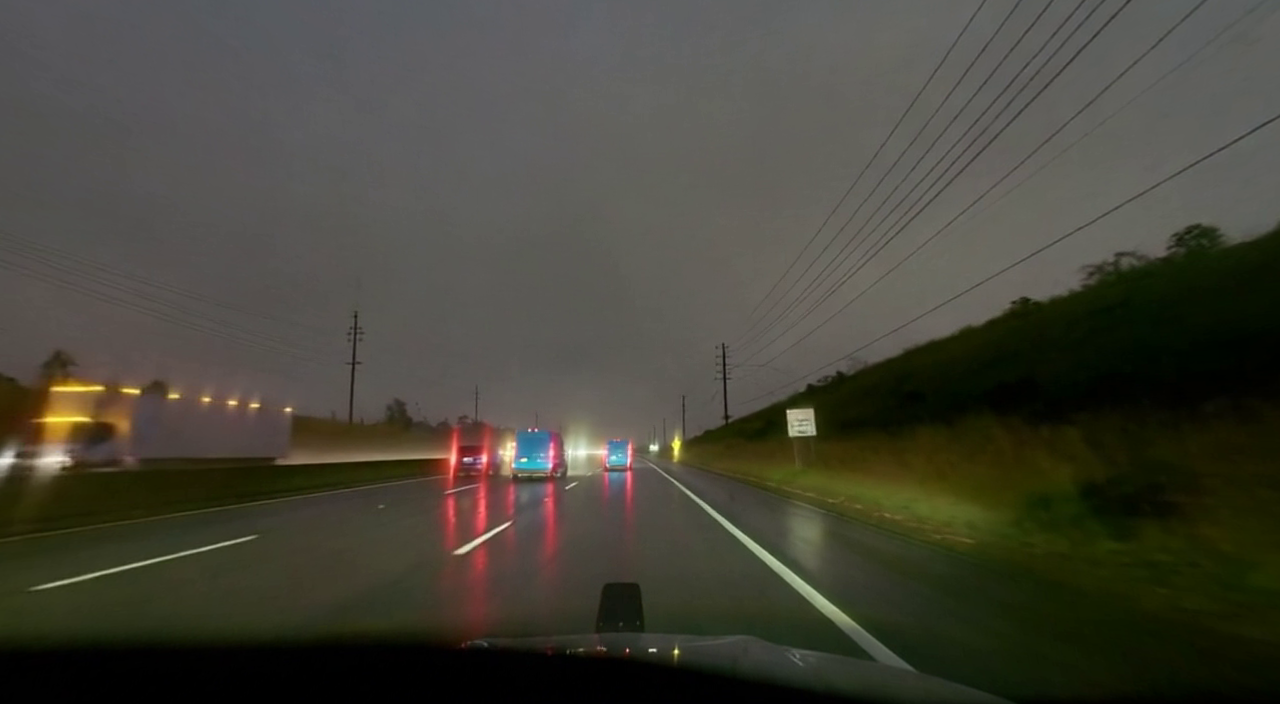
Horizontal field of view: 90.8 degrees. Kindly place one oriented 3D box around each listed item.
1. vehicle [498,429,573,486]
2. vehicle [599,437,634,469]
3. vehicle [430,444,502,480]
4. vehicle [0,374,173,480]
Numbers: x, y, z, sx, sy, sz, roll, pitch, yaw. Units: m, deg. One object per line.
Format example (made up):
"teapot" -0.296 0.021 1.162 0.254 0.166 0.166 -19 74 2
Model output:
"vehicle" -3.995 4.143 25.054 2.145 2.010 4.980 0 -9 0
"vehicle" -1.583 6.874 42.842 2.197 2.011 5.130 0 -9 -2
"vehicle" -7.979 5.083 29.404 1.975 1.540 4.759 0 -9 0
"vehicle" -23.483 3.246 26.535 3.020 3.938 5.806 0 -9 -1
